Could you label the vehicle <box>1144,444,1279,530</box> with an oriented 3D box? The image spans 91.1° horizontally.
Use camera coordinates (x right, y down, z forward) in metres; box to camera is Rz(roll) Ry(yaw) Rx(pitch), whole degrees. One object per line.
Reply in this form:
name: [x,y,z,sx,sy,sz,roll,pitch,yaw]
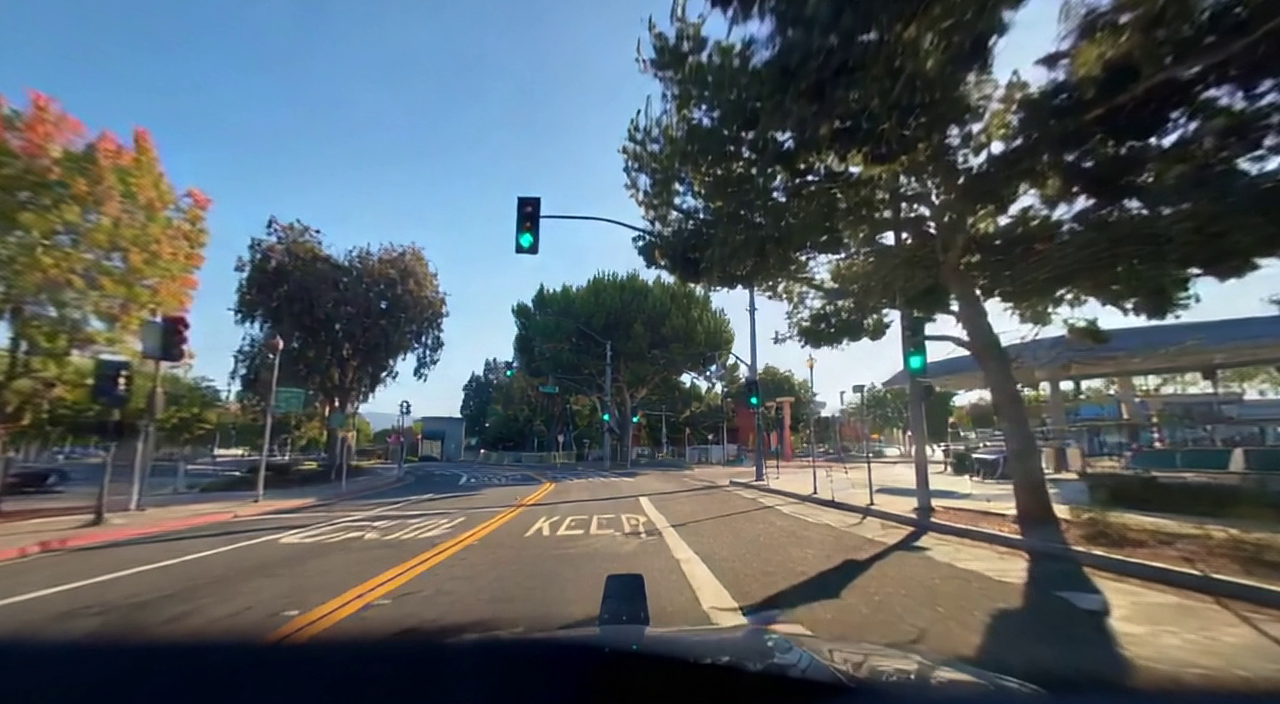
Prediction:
vehicle: [12.433,2.426,11.453,4.484,1.443,2.094,-1,-10,9]
